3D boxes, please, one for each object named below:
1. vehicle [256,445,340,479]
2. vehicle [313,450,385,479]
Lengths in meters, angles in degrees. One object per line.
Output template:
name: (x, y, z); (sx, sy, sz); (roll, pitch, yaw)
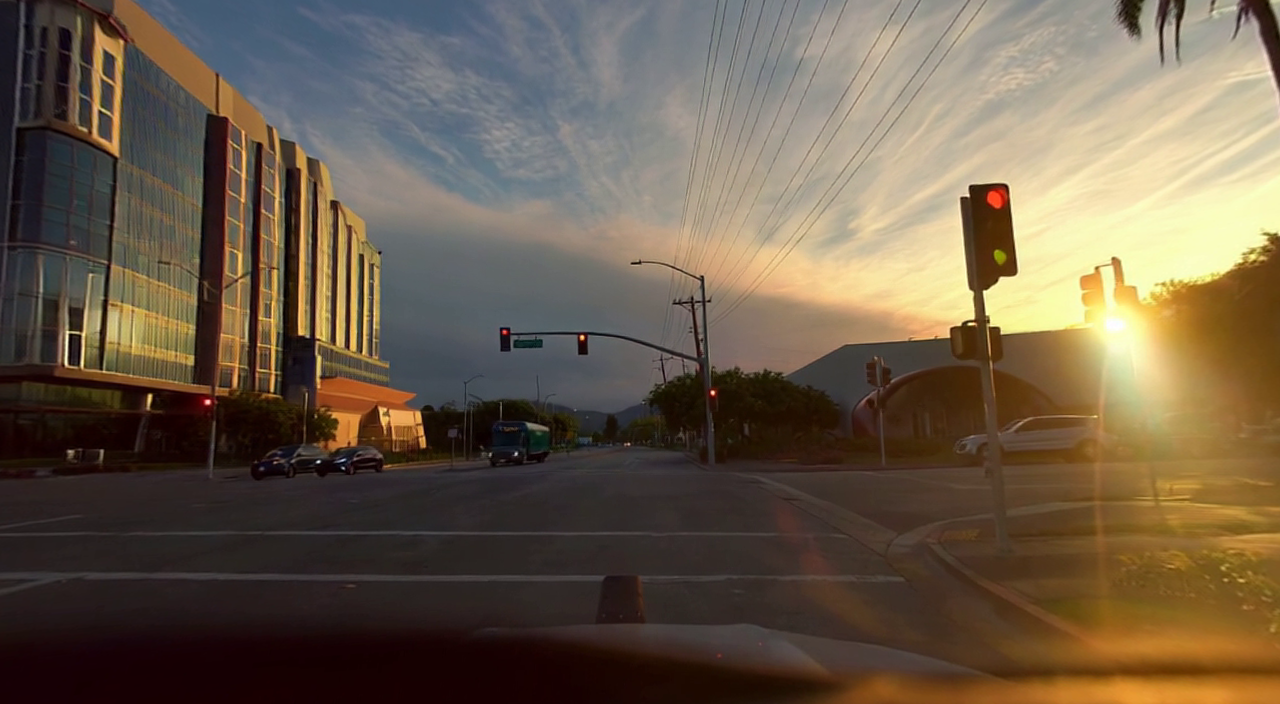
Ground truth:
vehicle: (-19.080, 6.117, 35.369); (2.017, 1.739, 4.569); (0, -9, 2)
vehicle: (-15.362, 5.927, 33.482); (1.875, 1.389, 3.784); (0, -9, 3)
